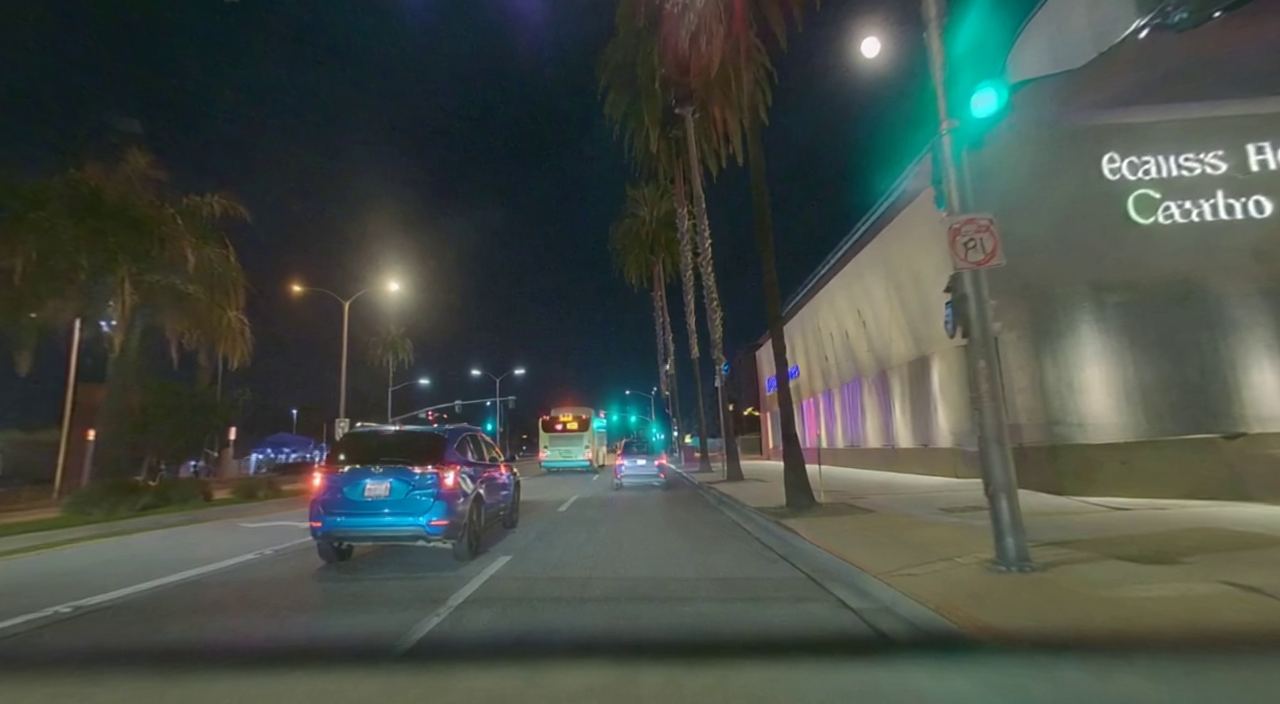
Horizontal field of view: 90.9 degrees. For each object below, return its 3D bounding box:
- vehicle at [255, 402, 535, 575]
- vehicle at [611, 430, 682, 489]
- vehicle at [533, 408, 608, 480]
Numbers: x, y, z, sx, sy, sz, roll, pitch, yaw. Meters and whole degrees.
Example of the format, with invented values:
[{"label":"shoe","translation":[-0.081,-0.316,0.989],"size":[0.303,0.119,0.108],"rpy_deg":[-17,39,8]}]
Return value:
[{"label":"vehicle","translation":[-2.957,1.772,8.973],"size":[2.124,1.799,4.587],"rpy_deg":[0,-8,0]},{"label":"vehicle","translation":[0.170,3.497,20.708],"size":[2.120,1.727,3.917],"rpy_deg":[0,-8,-1]},{"label":"vehicle","translation":[-3.213,4.554,31.326],"size":[2.775,3.064,8.297],"rpy_deg":[0,-8,0]}]
